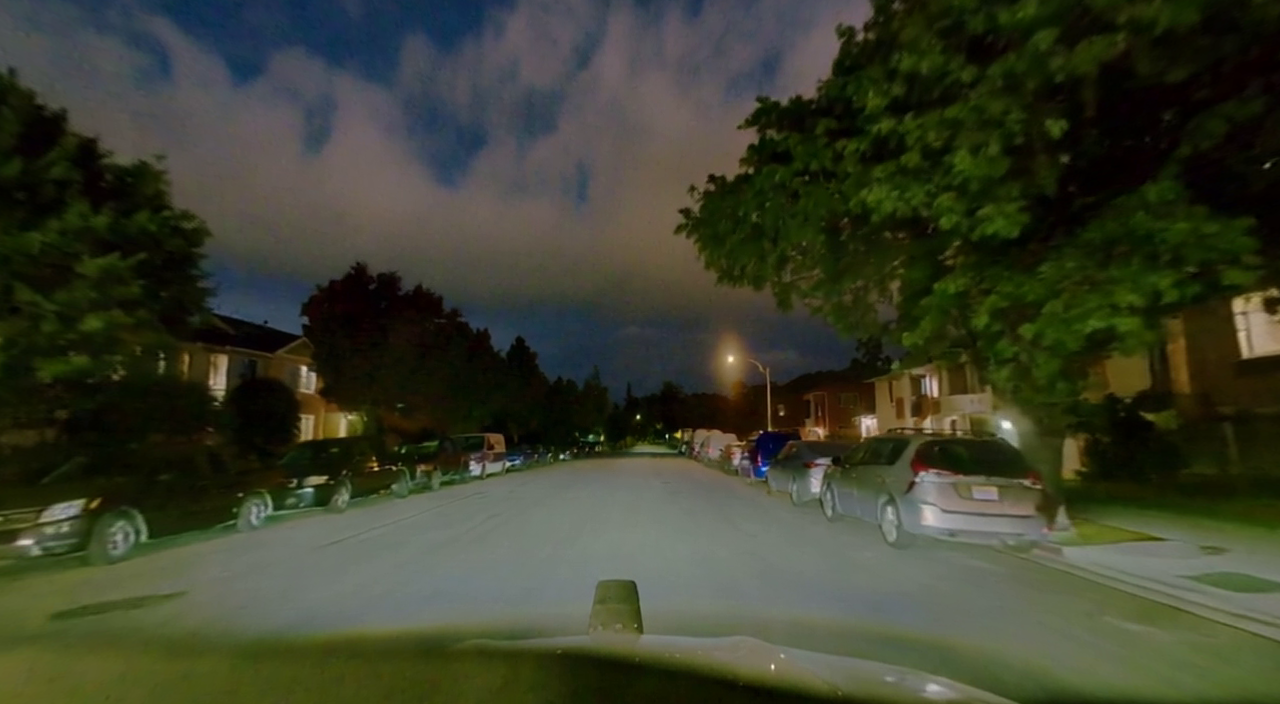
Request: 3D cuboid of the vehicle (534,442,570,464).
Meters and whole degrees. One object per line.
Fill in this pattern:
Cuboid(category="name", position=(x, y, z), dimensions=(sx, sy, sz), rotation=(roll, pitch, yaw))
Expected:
Cuboid(category="vehicle", position=(-6.447, 7.431, 46.851), dimensions=(1.869, 1.467, 4.921), rotation=(-1, -8, 1))

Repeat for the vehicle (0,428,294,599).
Cuboid(category="vehicle", position=(-7.133, 1.984, 8.863), dimensions=(1.898, 1.715, 4.537), rotation=(-3, -7, 2))

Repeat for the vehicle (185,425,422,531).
Cuboid(category="vehicle", position=(-7.130, 2.738, 14.476), dimensions=(1.965, 1.797, 6.086), rotation=(-3, -9, 2))

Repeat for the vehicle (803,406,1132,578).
Cuboid(category="vehicle", position=(3.983, 1.760, 8.993), dimensions=(1.903, 1.714, 5.092), rotation=(0, -8, -1))
